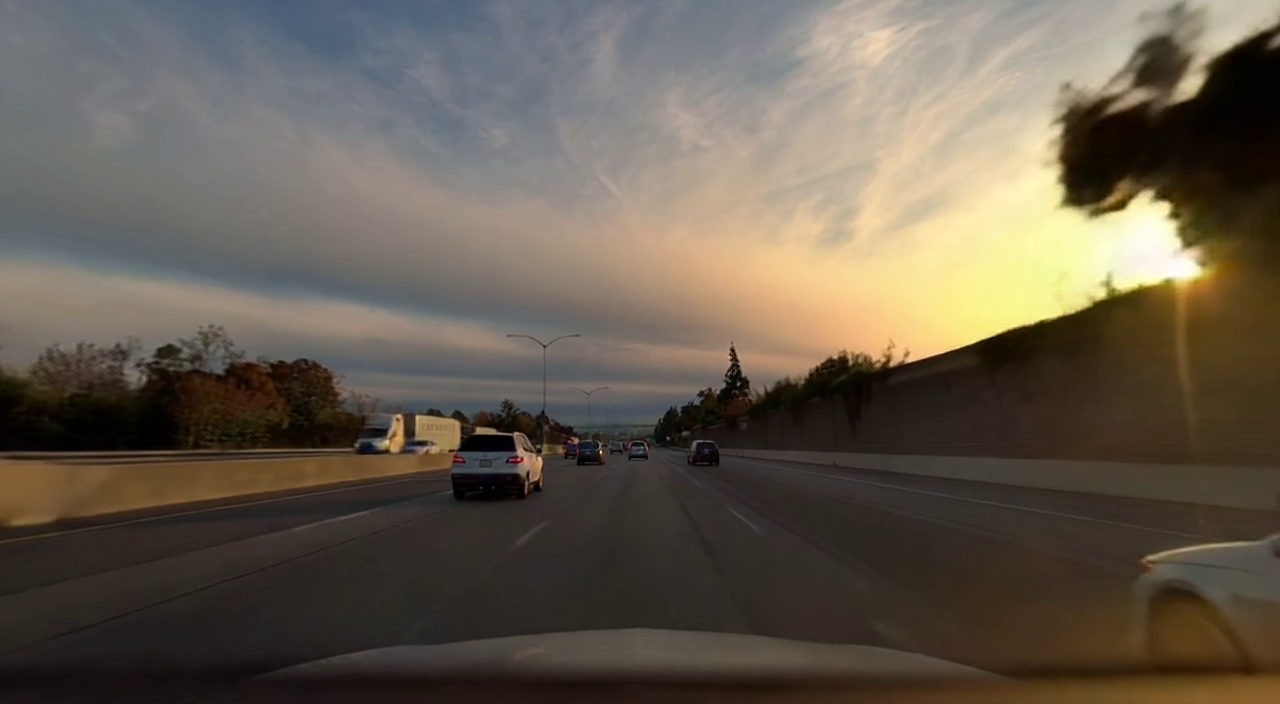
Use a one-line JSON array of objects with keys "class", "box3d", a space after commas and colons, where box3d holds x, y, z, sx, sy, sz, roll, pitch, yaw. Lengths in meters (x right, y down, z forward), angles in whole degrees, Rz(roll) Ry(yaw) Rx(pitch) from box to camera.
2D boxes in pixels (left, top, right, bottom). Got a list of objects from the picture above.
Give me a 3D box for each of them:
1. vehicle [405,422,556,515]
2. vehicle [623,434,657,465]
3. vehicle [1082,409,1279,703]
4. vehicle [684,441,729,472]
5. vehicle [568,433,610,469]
[{"class": "vehicle", "box3d": [-3.532, 2.719, 15.296, 2.184, 1.819, 5.441, 0, -9, 1]}, {"class": "vehicle", "box3d": [0.043, 7.583, 48.977, 2.485, 2.215, 5.199, 0, -9, 0]}, {"class": "vehicle", "box3d": [3.501, 0.834, 1.234, 1.916, 1.566, 4.611, 0, -9, 0]}, {"class": "vehicle", "box3d": [3.969, 6.311, 38.325, 2.224, 1.752, 4.487, 0, -9, 0]}, {"class": "vehicle", "box3d": [-3.315, 6.522, 41.716, 2.378, 2.214, 4.352, 0, -9, 0]}]
